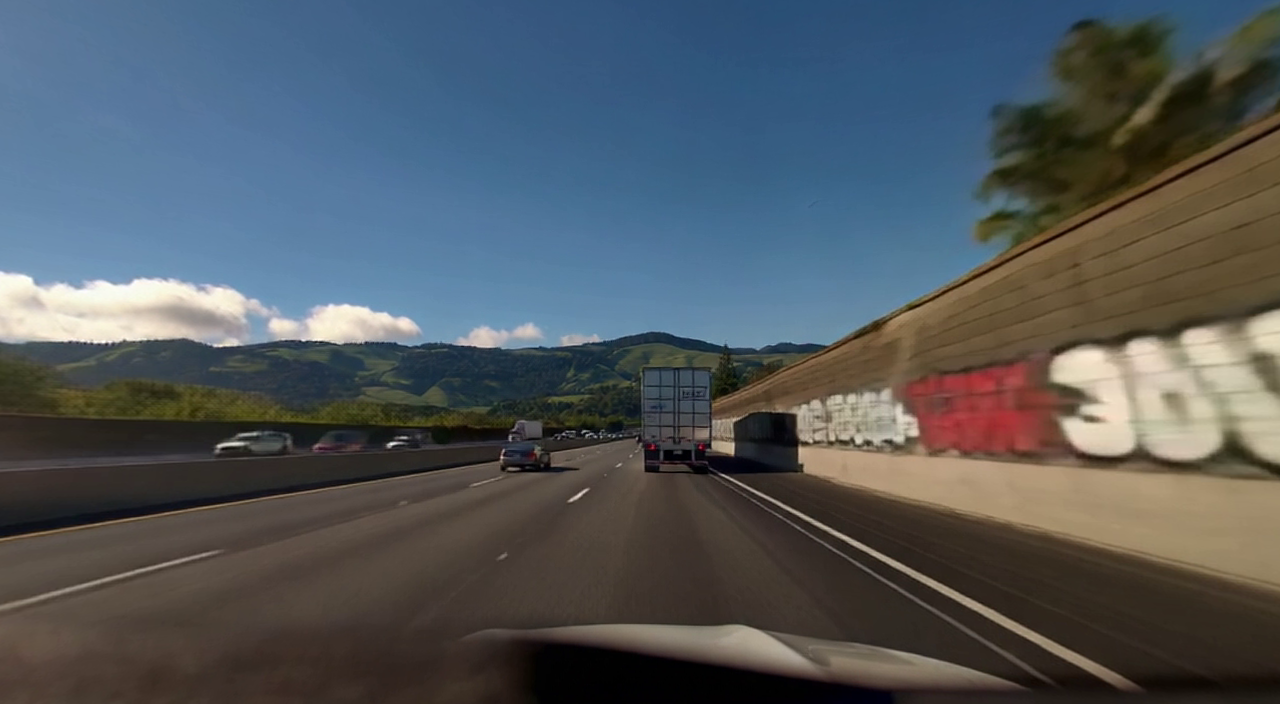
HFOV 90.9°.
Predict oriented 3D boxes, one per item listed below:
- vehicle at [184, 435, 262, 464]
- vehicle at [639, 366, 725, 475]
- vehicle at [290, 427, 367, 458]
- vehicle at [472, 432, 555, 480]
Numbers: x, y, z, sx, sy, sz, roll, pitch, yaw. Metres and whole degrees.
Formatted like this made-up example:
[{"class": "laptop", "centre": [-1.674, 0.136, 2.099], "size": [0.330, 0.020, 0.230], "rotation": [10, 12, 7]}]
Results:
[{"class": "vehicle", "centre": [-21.396, 5.003, 32.501], "size": [1.626, 1.381, 3.464], "rotation": [0, -8, -1]}, {"class": "vehicle", "centre": [1.448, 3.081, 27.289], "size": [2.921, 3.765, 10.773], "rotation": [0, -8, 0]}, {"class": "vehicle", "centre": [-17.860, 5.208, 36.413], "size": [2.020, 1.712, 4.580], "rotation": [0, -8, 1]}, {"class": "vehicle", "centre": [-4.470, 3.731, 23.034], "size": [1.982, 1.535, 4.519], "rotation": [0, -8, 2]}]
